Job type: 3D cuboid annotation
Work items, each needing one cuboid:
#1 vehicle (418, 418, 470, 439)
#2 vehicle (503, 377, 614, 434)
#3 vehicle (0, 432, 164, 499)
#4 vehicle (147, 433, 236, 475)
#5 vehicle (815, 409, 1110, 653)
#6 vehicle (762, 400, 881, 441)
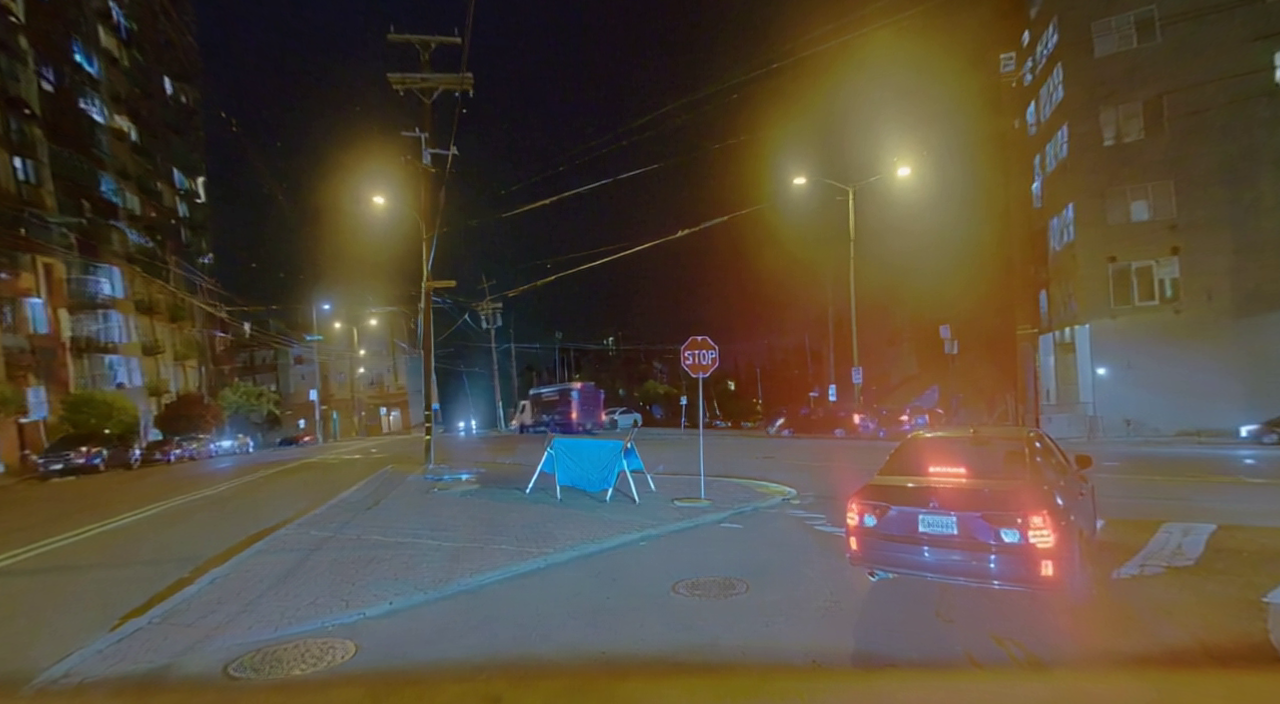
[{"bbox_3d":[-15.330,6.012,49.349,2.089,1.506,4.641,7,-11,-41],"label":"vehicle"},{"bbox_3d":[-5.085,3.372,38.385,7.172,3.075,2.584,-7,-10,41],"label":"vehicle"},{"bbox_3d":[-17.179,3.475,19.839,2.054,1.800,5.212,3,-9,-20],"label":"vehicle"},{"bbox_3d":[-20.969,4.779,29.819,2.033,1.755,5.461,3,-9,-20],"label":"vehicle"},{"bbox_3d":[3.467,1.559,6.661,1.945,1.647,4.160,-6,-10,32],"label":"vehicle"},{"bbox_3d":[7.490,2.930,26.406,4.363,1.511,1.838,-8,-11,42],"label":"vehicle"}]
